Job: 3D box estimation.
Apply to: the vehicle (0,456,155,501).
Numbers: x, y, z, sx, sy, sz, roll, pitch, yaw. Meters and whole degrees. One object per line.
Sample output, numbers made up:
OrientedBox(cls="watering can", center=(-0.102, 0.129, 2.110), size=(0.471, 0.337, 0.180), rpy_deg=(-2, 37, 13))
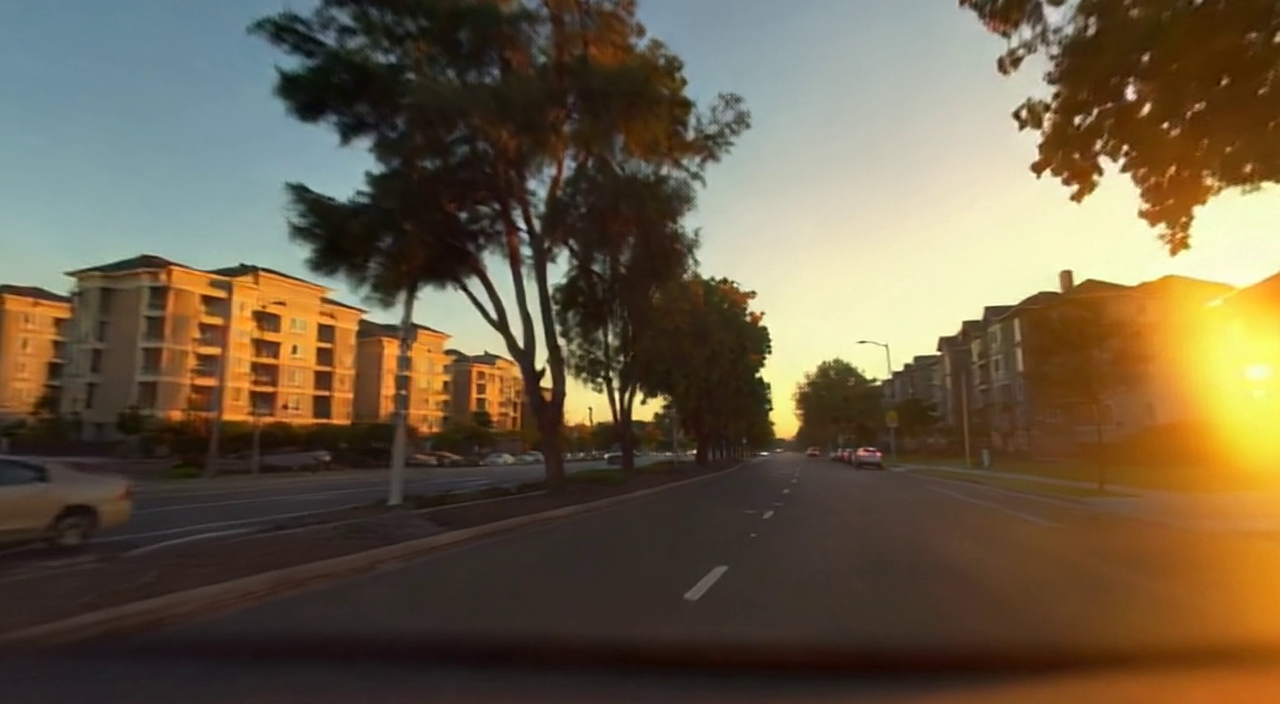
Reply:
OrientedBox(cls="vehicle", center=(-22.360, 4.990, 25.190), size=(1.816, 1.496, 4.384), rpy_deg=(-3, -9, 14))
